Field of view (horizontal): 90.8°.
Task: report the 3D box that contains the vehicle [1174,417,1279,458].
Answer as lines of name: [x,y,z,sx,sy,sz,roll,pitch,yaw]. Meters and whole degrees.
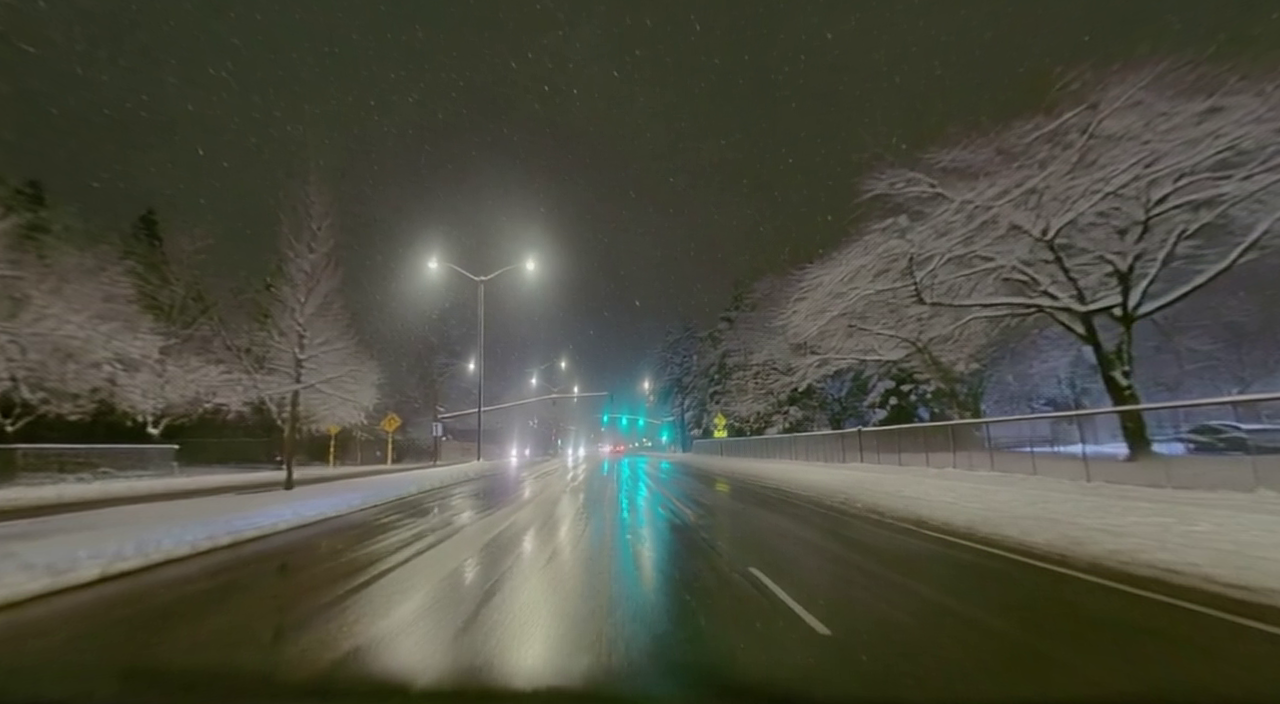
vehicle: [26.152,3.812,27.974,2.055,1.645,4.679,-3,-9,18]
